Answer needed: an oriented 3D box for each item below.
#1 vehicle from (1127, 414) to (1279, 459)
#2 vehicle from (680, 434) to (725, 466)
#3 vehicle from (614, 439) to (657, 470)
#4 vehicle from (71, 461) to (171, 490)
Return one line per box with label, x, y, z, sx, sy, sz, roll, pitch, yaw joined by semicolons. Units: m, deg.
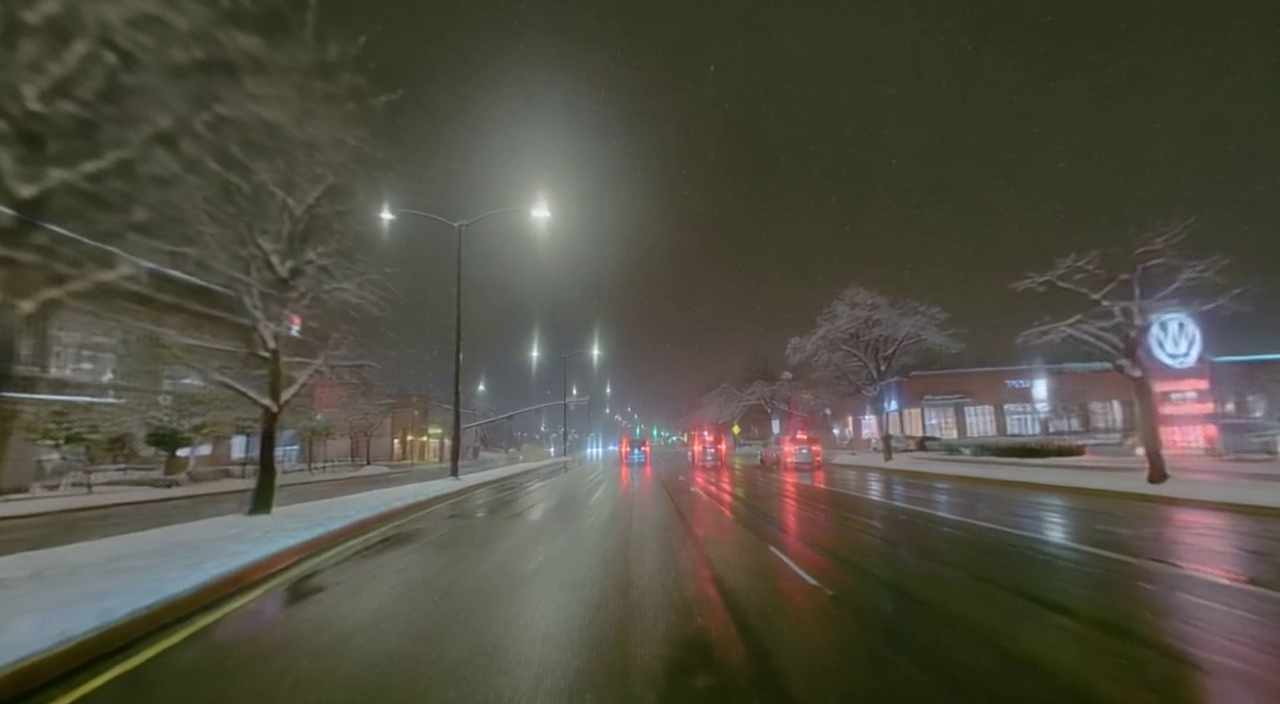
vehicle;20.438;2.986;22.221;4.813;1.483;2.129;0;-9;0
vehicle;3.440;5.557;35.782;2.100;1.683;4.231;0;-9;0
vehicle;-0.266;5.397;33.442;2.110;1.476;4.294;0;-9;-1
vehicle;-29.936;7.105;36.524;4.033;1.531;1.789;0;-9;-3
